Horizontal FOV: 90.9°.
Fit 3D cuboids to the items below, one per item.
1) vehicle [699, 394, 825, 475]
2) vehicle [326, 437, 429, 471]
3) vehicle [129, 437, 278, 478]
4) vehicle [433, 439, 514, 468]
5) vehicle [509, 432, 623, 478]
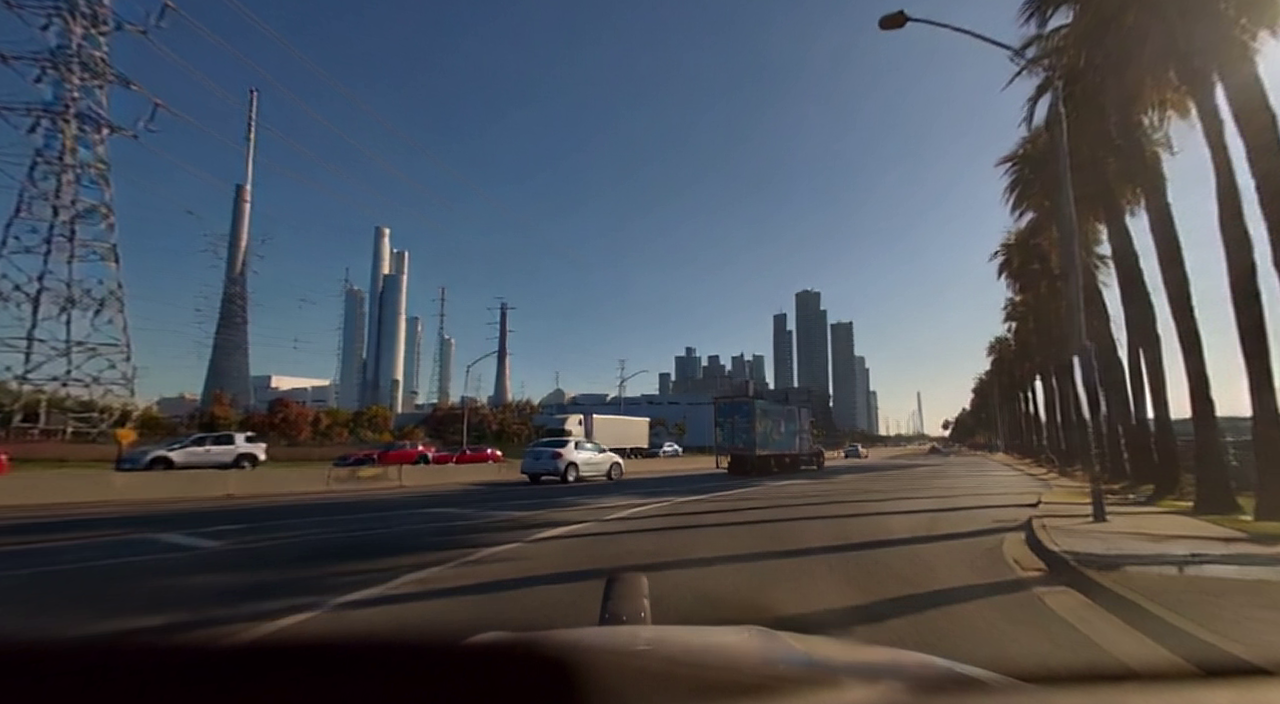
[{"bbox_3d":[7.432,4.822,36.508,2.903,3.933,11.567,-5,-10,32],"label":"vehicle"},{"bbox_3d":[-13.244,5.144,32.061,1.847,1.567,4.532,-5,-10,32],"label":"vehicle"},{"bbox_3d":[-17.188,4.153,25.055,1.792,1.451,4.419,-5,-10,32],"label":"vehicle"},{"bbox_3d":[-9.624,5.971,36.785,1.785,1.502,4.457,-6,-13,32],"label":"vehicle"},{"bbox_3d":[-3.364,4.884,30.327,2.266,1.950,5.866,-5,-10,31],"label":"vehicle"}]
